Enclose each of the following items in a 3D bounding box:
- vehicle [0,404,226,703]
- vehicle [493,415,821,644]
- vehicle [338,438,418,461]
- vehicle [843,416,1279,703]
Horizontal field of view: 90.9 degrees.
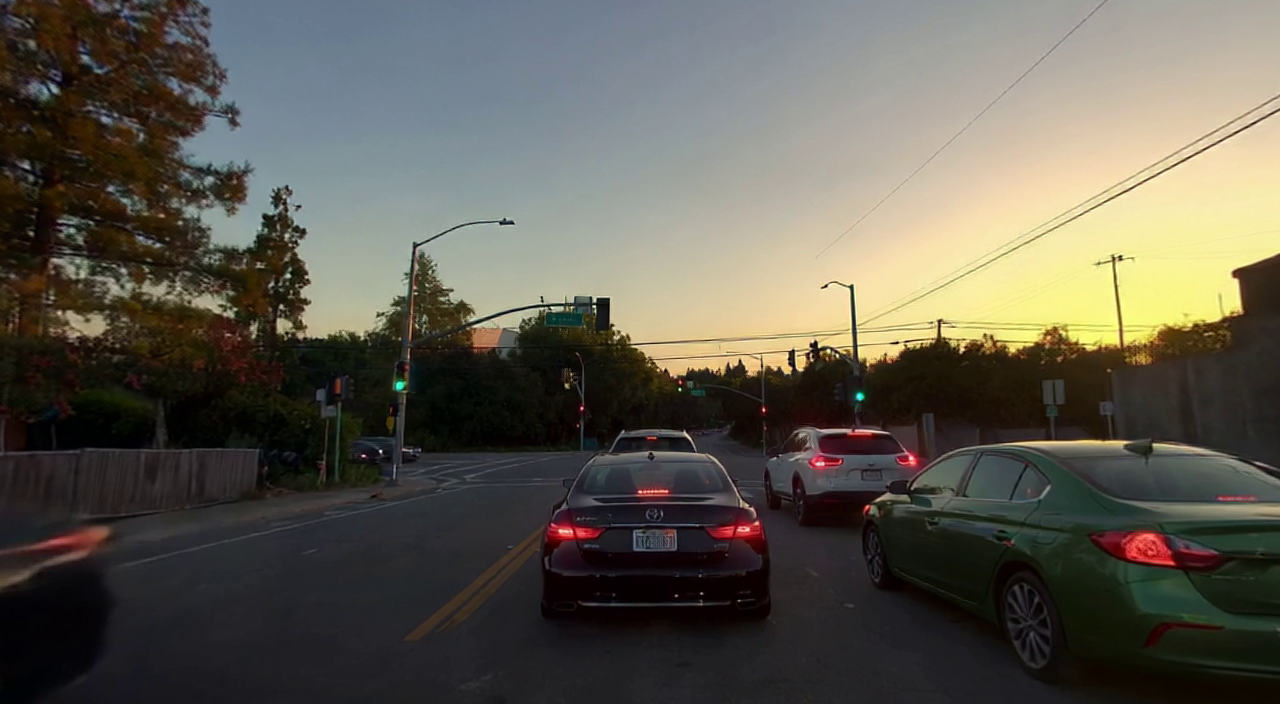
[{"bbox_3d":[-3.279,0.774,1.250,1.959,1.456,4.488,0,-8,-2],"label":"vehicle"},{"bbox_3d":[0.085,1.502,6.433,2.170,1.497,4.369,0,-8,-1],"label":"vehicle"},{"bbox_3d":[-17.214,6.409,41.472,4.406,1.458,1.892,-1,-8,7],"label":"vehicle"},{"bbox_3d":[3.090,1.240,4.142,2.027,1.432,4.431,0,-8,0],"label":"vehicle"}]
